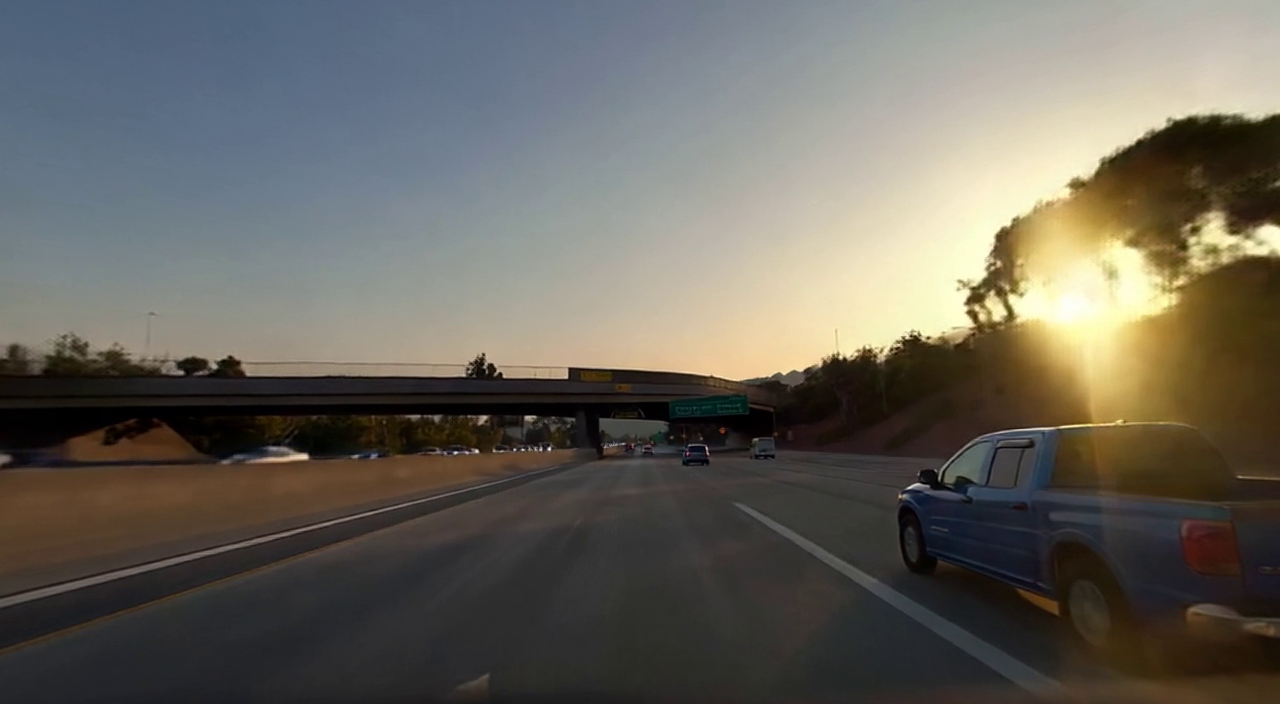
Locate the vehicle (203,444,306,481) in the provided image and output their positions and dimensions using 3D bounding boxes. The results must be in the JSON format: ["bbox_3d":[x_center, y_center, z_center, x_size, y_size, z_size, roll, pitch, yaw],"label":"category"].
[{"bbox_3d":[-18.218,5.197,30.089,1.950,1.604,4.599,0,-8,1],"label":"vehicle"}]

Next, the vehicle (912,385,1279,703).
[{"bbox_3d":[3.422,0.983,2.986,2.119,1.524,4.807,0,-8,0],"label":"vehicle"}]

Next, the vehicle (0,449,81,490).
[{"bbox_3d":[-24.798,4.552,24.549,1.862,1.472,4.614,0,-8,0],"label":"vehicle"}]

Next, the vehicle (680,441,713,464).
[{"bbox_3d":[4.144,7.483,47.052,2.014,1.643,4.039,0,-8,-1],"label":"vehicle"}]
